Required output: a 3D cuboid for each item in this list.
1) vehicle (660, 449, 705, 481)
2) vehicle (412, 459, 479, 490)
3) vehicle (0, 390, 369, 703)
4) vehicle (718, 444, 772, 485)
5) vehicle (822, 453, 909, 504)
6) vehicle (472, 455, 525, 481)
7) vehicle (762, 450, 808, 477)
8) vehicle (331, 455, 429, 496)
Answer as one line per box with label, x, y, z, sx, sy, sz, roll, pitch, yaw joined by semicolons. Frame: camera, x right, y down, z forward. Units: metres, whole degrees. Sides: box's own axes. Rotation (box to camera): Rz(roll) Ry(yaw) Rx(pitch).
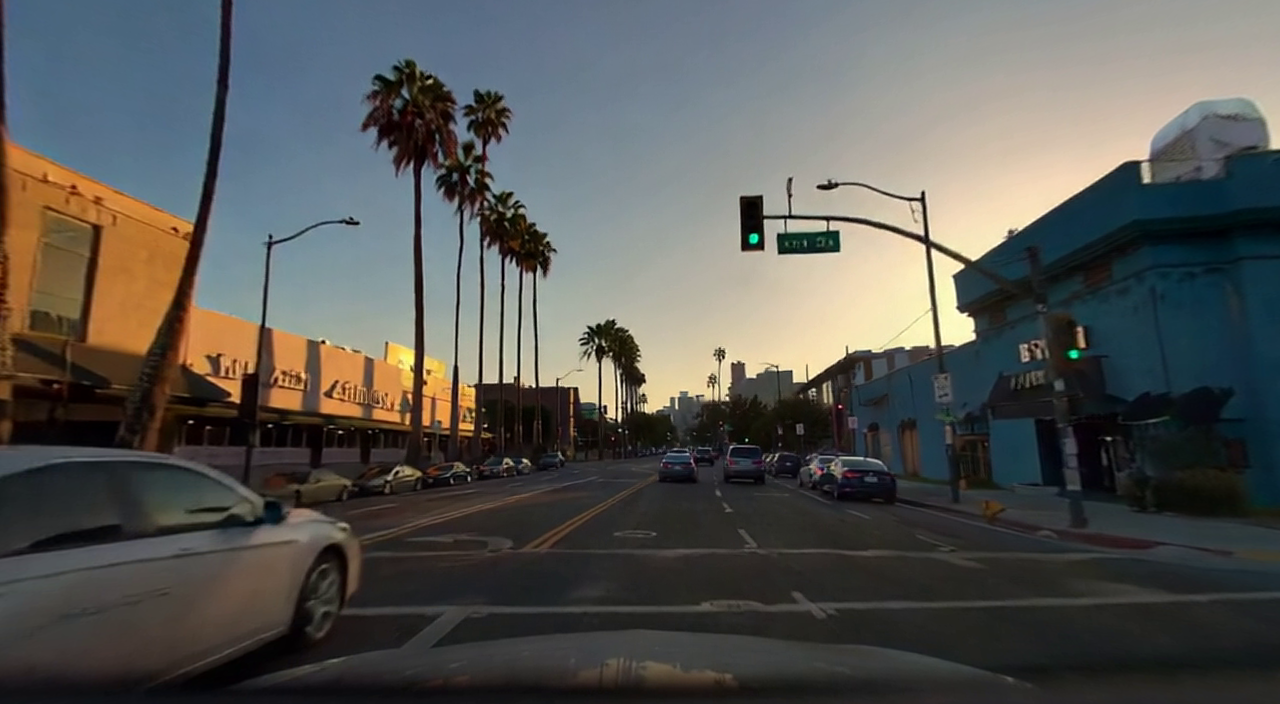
vehicle;2.126;5.556;31.359;2.088;1.452;3.993;-1;-9;4
vehicle;-10.368;6.533;34.001;1.949;1.470;4.532;-1;-9;3
vehicle;-3.349;0.952;2.296;2.204;1.584;4.921;-1;-9;5
vehicle;4.742;5.144;29.103;2.003;1.702;4.288;-1;-9;4
vehicle;7.708;4.322;22.057;1.914;1.560;4.278;-1;-9;7
vehicle;-9.387;7.798;42.234;2.188;1.490;4.511;-4;-12;5
vehicle;9.500;7.343;41.752;2.174;1.643;4.860;-1;-9;3
vehicle;-11.070;5.414;27.363;1.933;1.502;4.649;-4;-13;5
